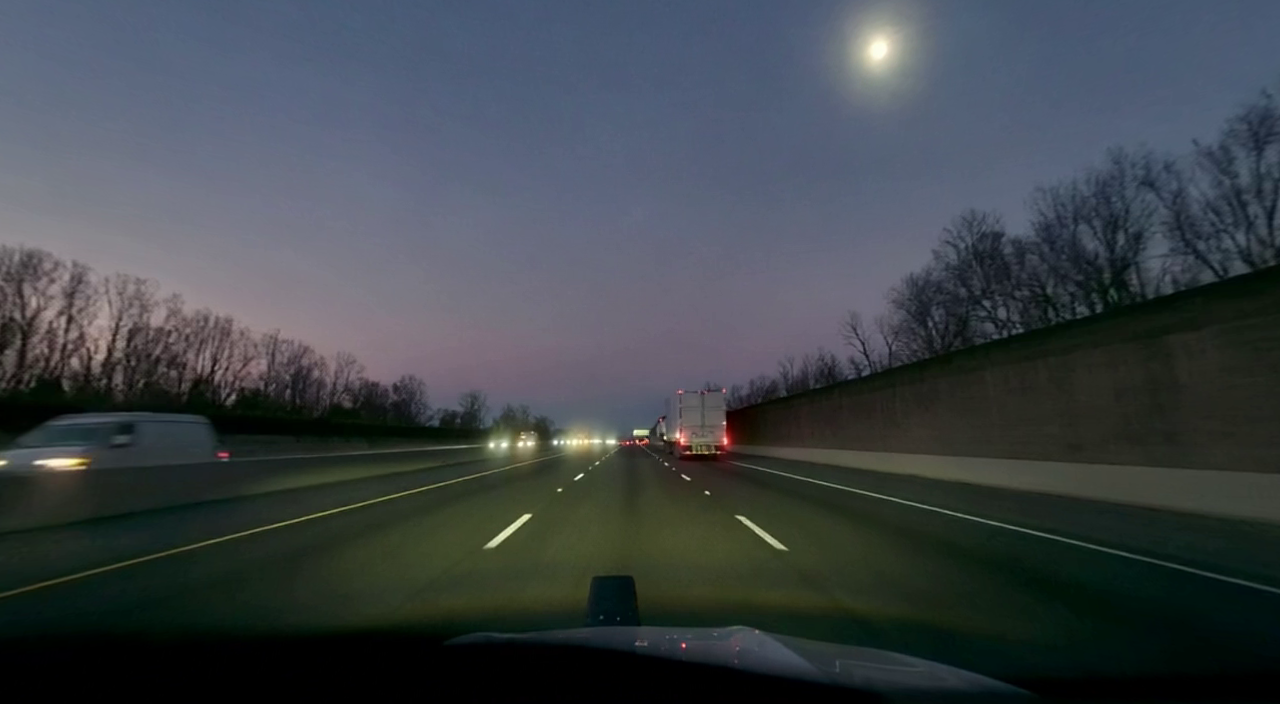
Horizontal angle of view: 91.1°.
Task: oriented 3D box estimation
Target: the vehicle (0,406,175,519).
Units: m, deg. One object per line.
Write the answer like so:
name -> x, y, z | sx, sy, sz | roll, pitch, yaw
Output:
vehicle -> -12.053, 2.133, 12.519 | 2.065, 1.928, 4.683 | 0, -8, -2

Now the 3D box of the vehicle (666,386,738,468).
vehicle -> 3.485, 4.802, 39.910 | 2.979, 4.161, 15.508 | 0, -7, 0
